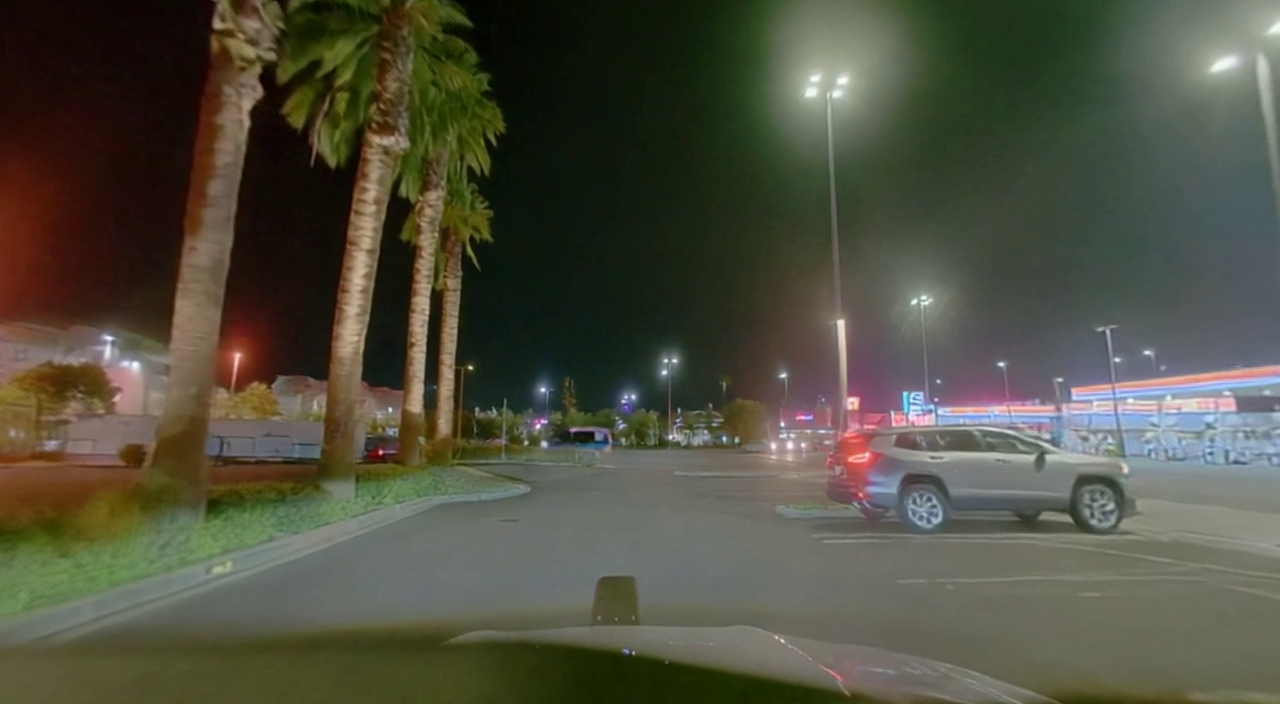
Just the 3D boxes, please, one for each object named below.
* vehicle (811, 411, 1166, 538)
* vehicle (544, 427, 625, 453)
[{"bbox_3d":[5.452,1.938,10.412,4.560,1.818,2.148,0,-8,-4],"label":"vehicle"},{"bbox_3d":[-4.046,6.470,46.640,5.763,1.840,2.077,0,-8,-2],"label":"vehicle"}]
